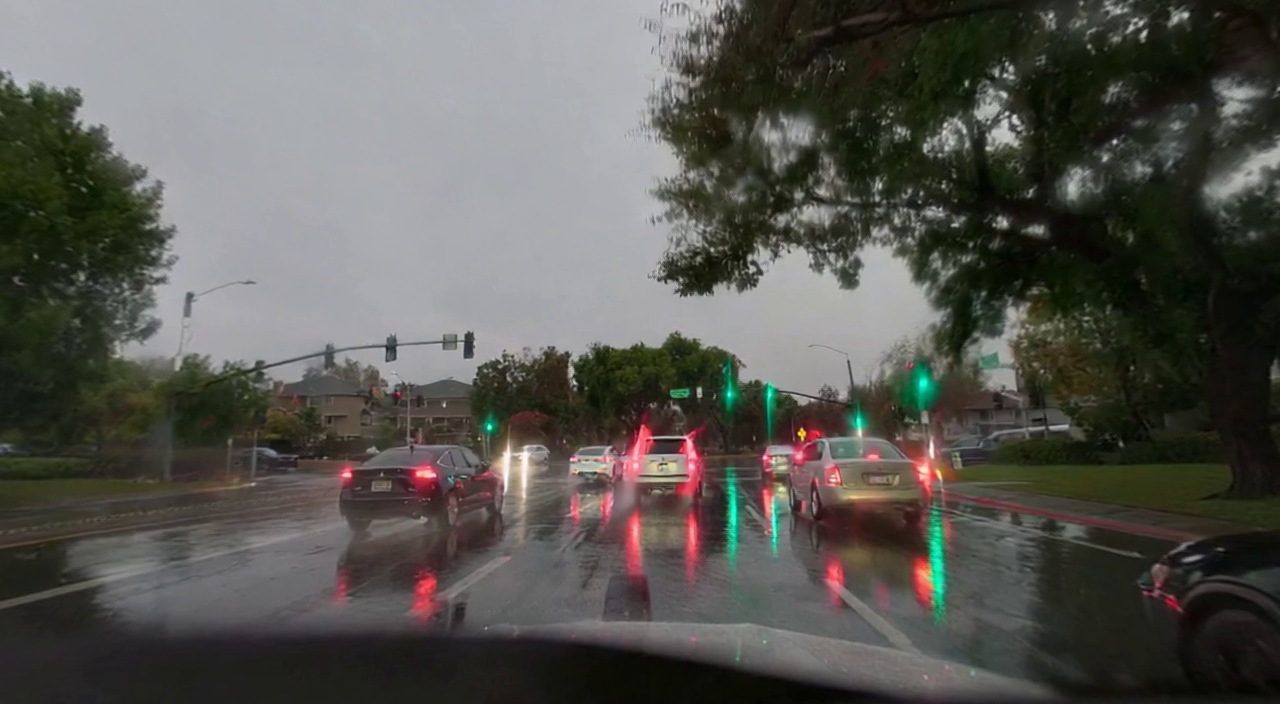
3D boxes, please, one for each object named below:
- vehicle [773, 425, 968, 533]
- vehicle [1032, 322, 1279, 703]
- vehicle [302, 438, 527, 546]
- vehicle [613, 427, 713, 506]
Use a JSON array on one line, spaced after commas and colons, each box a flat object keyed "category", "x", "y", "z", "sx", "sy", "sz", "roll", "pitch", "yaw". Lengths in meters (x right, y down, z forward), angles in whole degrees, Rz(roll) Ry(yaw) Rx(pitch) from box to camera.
[{"category": "vehicle", "x": 4.014, "y": 2.304, "z": 12.023, "sx": 2.106, "sy": 1.636, "sz": 4.655, "roll": -1, "pitch": -9, "yaw": 2}, {"category": "vehicle", "x": 3.496, "y": 0.636, "z": 1.508, "sx": 2.116, "sy": 1.759, "sz": 4.635, "roll": 0, "pitch": -9, "yaw": 0}, {"category": "vehicle", "x": -3.537, "y": 2.284, "z": 11.047, "sx": 2.006, "sy": 1.464, "sz": 4.586, "roll": -1, "pitch": -9, "yaw": 4}, {"category": "vehicle", "x": 0.703, "y": 2.935, "z": 16.554, "sx": 2.250, "sy": 1.768, "sz": 4.574, "roll": -1, "pitch": -9, "yaw": 5}]
